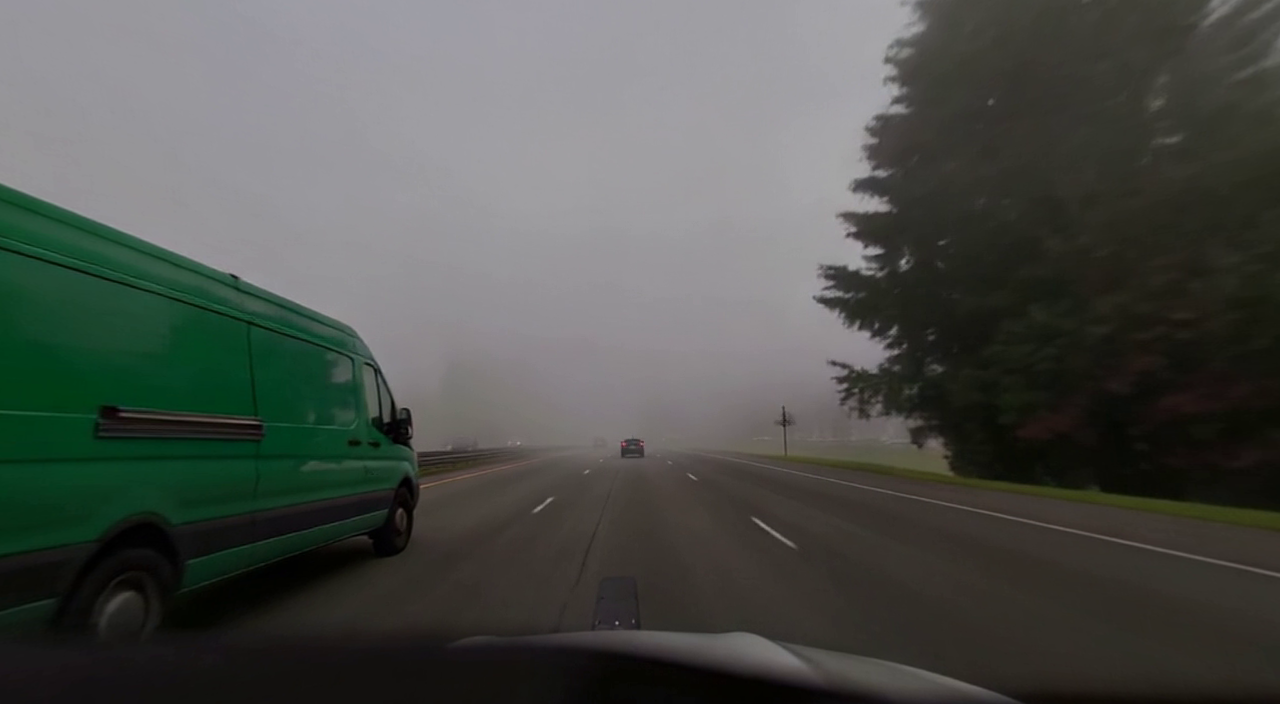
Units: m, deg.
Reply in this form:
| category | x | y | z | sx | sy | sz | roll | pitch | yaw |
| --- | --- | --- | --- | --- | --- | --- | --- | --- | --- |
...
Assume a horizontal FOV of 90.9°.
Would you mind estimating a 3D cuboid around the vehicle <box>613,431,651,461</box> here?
| category | x | y | z | sx | sy | sz | roll | pitch | yaw |
| --- | --- | --- | --- | --- | --- | --- | --- | --- | --- |
| vehicle | -0.464 | 5.458 | 36.701 | 2.104 | 1.646 | 4.176 | 0 | -8 | -1 |

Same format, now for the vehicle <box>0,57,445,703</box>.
| category | x | y | z | sx | sy | sz | roll | pitch | yaw |
| --- | --- | --- | --- | --- | --- | --- | --- | --- | --- |
| vehicle | -3.464 | 0.597 | 4.419 | 2.424 | 2.577 | 5.828 | 0 | -8 | -1 |
